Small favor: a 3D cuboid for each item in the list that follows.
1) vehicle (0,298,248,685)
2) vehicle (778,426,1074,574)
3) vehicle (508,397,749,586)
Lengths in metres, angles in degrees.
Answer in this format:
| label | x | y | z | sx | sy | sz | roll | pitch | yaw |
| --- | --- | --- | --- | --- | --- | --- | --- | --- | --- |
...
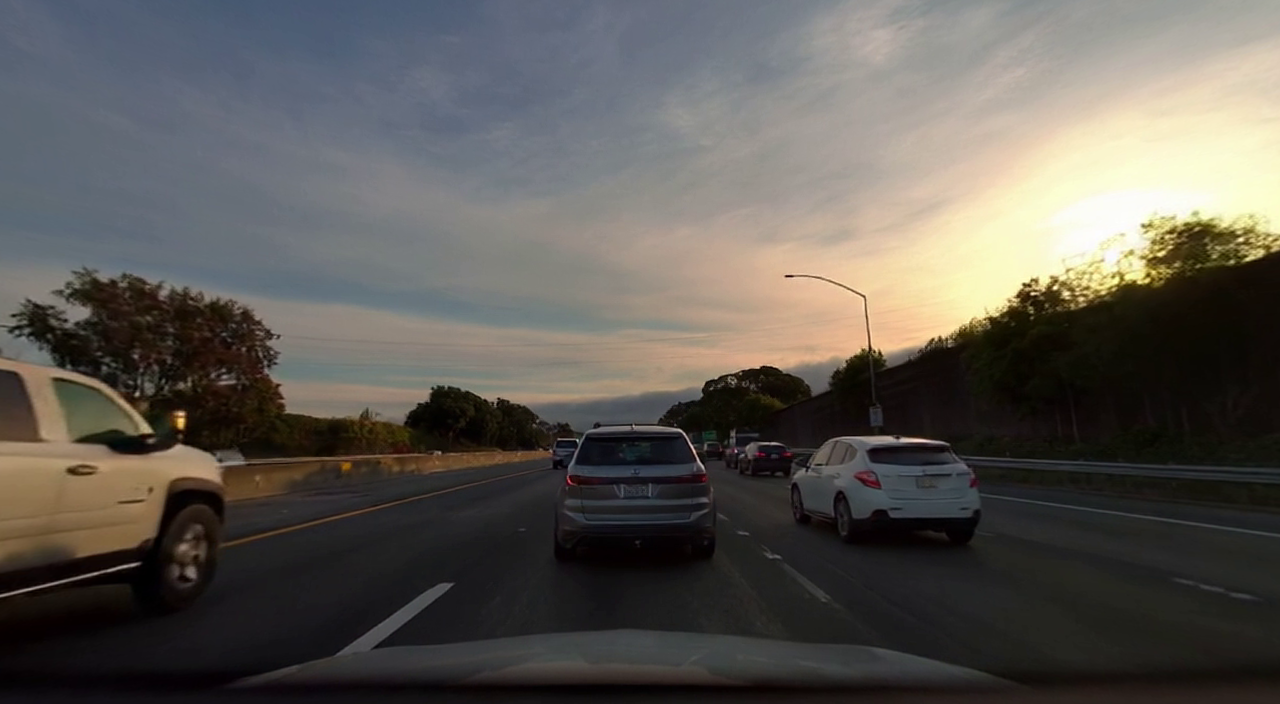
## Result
| label | x | y | z | sx | sy | sz | roll | pitch | yaw |
| --- | --- | --- | --- | --- | --- | --- | --- | --- | --- |
| vehicle | -4.155 | 0.603 | 2.578 | 2.070 | 1.862 | 4.623 | 0 | -9 | 0 |
| vehicle | 3.508 | 1.913 | 8.984 | 2.028 | 1.534 | 4.691 | 0 | -9 | 0 |
| vehicle | -0.182 | 1.601 | 7.917 | 2.230 | 1.740 | 3.976 | 0 | -9 | -2 |
